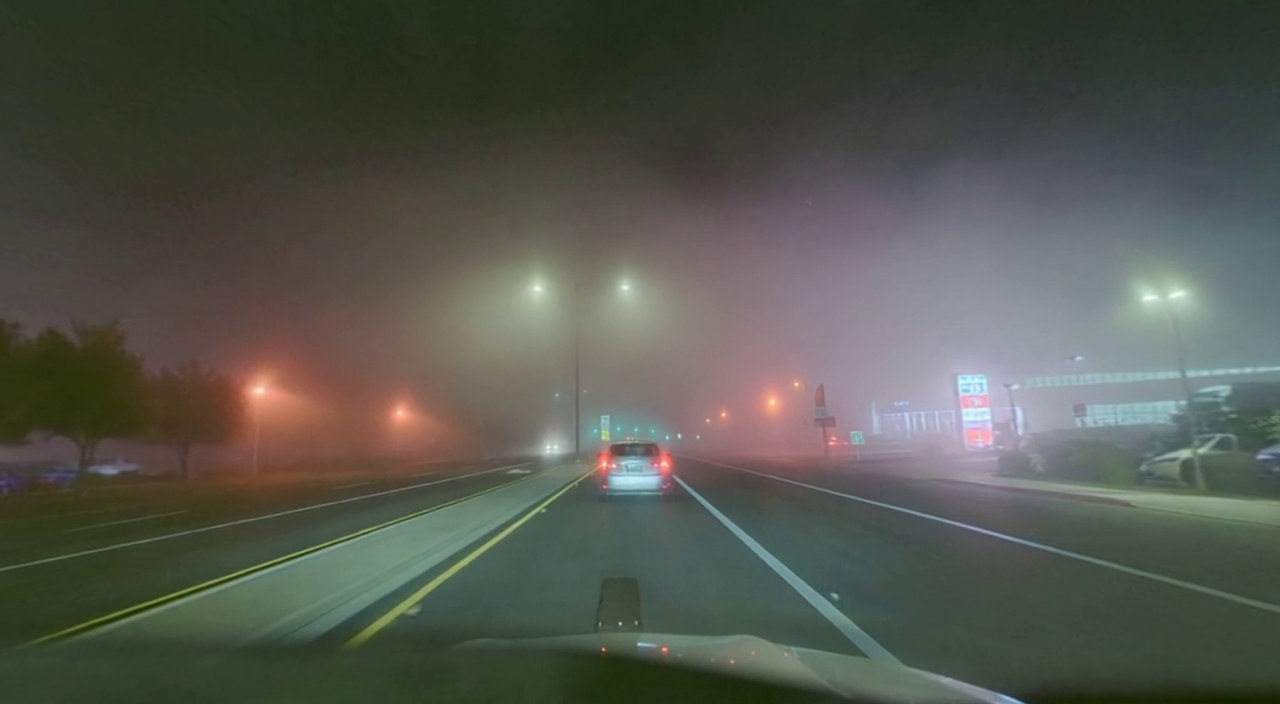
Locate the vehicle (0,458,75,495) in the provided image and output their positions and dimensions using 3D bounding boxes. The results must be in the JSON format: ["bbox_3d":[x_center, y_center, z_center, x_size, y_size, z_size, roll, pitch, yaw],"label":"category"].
[{"bbox_3d":[-27.864,5.436,27.603,4.209,1.497,1.913,0,-9,0],"label":"vehicle"}]

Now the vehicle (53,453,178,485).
[{"bbox_3d":[-27.709,6.161,33.372,4.665,1.578,2.051,0,-8,-3],"label":"vehicle"}]

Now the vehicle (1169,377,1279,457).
[{"bbox_3d":[24.382,2.598,24.449,2.170,2.875,5.941,1,-9,-3],"label":"vehicle"}]

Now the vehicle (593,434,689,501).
[{"bbox_3d":[-0.009,2.858,16.028,2.126,1.475,3.967,0,-8,-1],"label":"vehicle"}]
